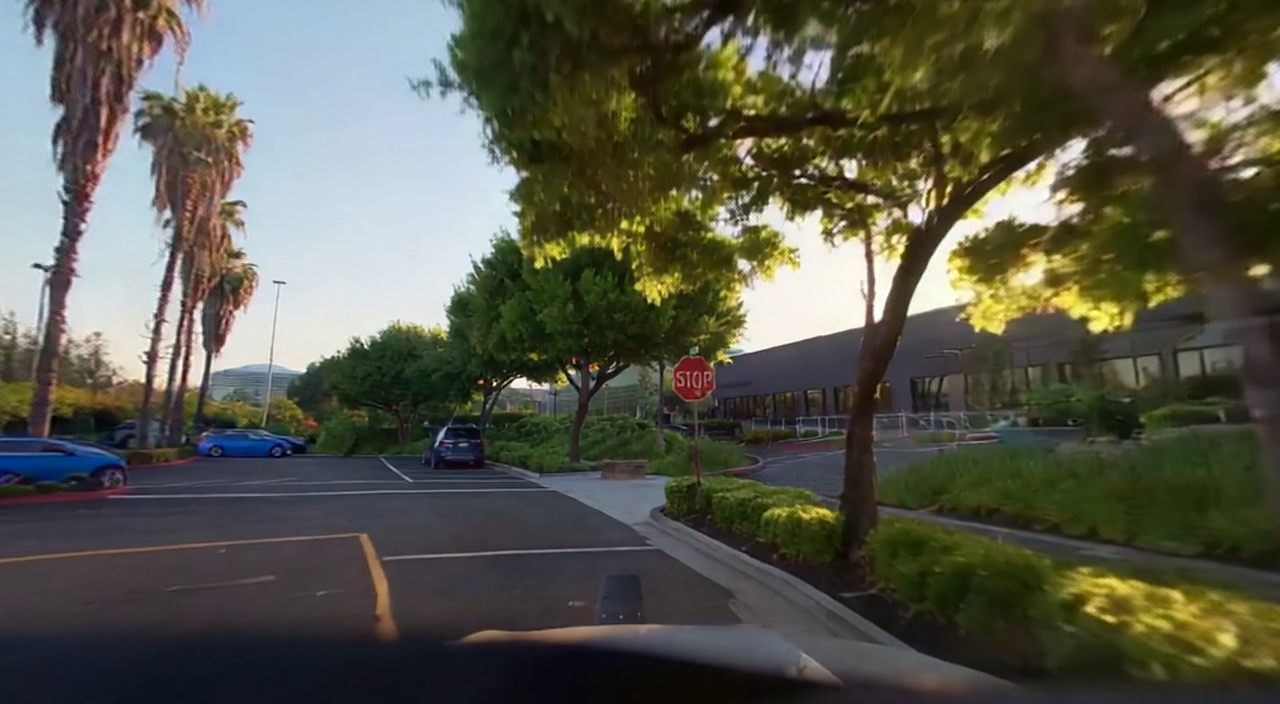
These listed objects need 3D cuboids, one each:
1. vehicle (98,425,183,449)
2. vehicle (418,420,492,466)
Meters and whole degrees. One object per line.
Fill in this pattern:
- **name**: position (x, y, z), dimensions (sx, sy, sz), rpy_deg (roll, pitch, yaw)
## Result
- **vehicle**: position (-34.924, 5.983, 44.214), dimensions (4.457, 1.552, 1.748), rpy_deg (7, -11, -40)
- **vehicle**: position (-7.760, 3.790, 26.280), dimensions (2.071, 1.700, 4.367), rpy_deg (4, -10, -27)
